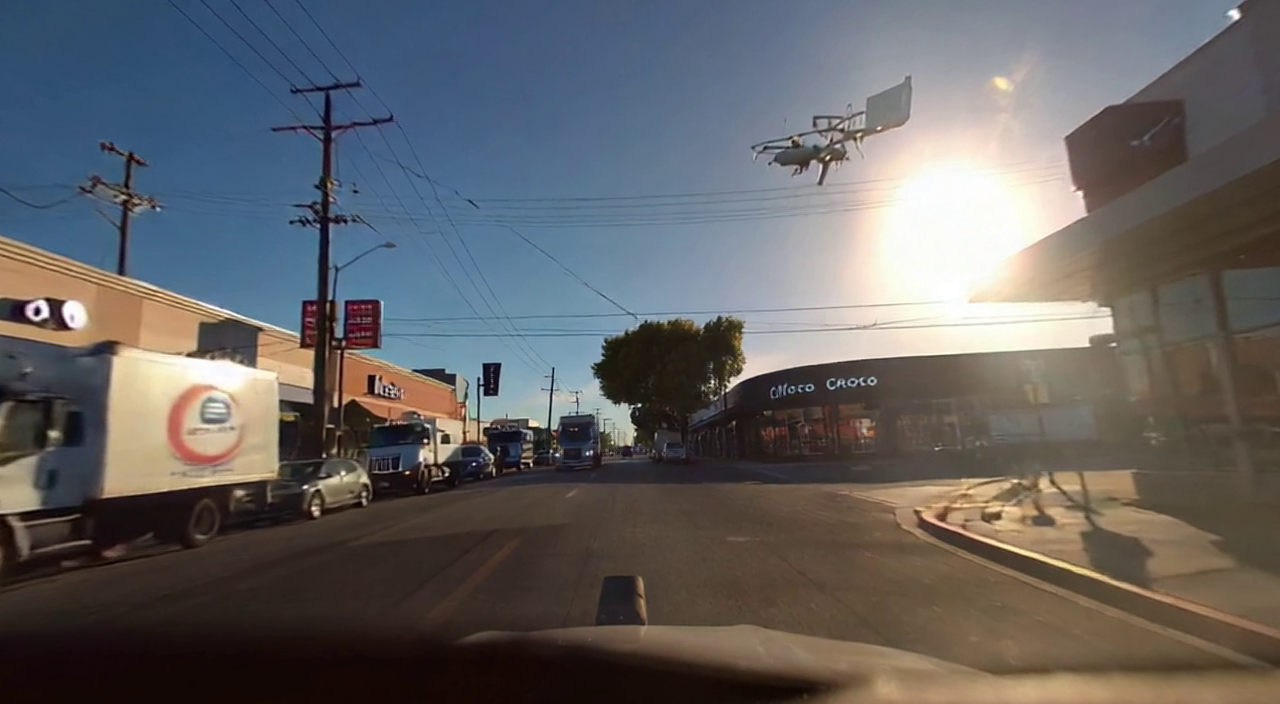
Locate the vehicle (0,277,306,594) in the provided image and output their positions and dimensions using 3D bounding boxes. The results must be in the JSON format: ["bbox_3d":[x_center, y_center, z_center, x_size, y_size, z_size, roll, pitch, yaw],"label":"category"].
[{"bbox_3d":[-8.359,1.351,9.851,2.811,3.398,6.693,-3,-7,-1],"label":"vehicle"}]

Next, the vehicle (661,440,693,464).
[{"bbox_3d":[2.877,7.900,49.916,2.097,1.784,4.915,0,-8,-1],"label":"vehicle"}]

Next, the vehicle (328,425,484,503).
[{"bbox_3d":[-8.088,3.979,23.028,2.737,2.345,7.210,-1,-8,2],"label":"vehicle"}]

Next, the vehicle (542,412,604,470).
[{"bbox_3d":[-4.192,5.995,42.298,2.994,3.308,12.131,0,-8,-1],"label":"vehicle"}]

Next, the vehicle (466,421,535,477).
[{"bbox_3d":[-8.704,6.152,40.312,2.745,3.157,7.388,-1,-8,0],"label":"vehicle"}]
